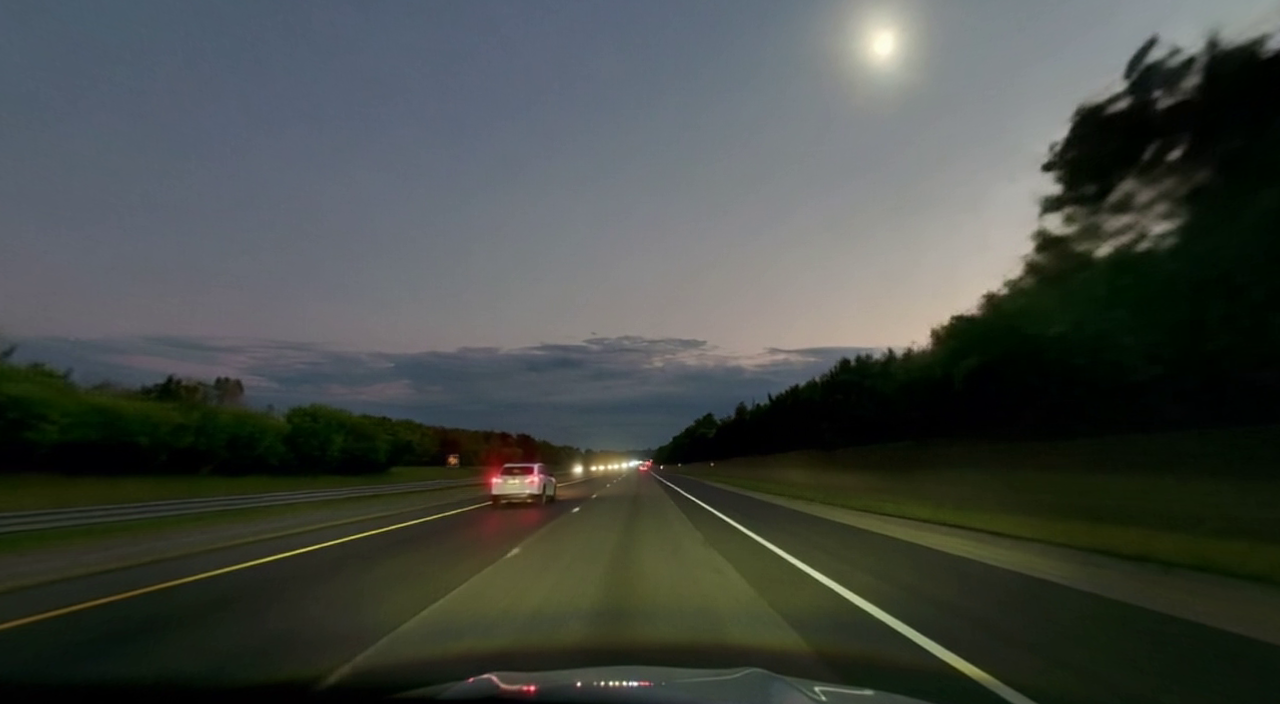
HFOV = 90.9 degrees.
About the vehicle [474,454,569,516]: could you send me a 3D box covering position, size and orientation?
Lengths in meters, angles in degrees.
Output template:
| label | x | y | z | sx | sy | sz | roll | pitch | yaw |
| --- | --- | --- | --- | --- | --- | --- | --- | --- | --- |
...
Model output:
| label | x | y | z | sx | sy | sz | roll | pitch | yaw |
| --- | --- | --- | --- | --- | --- | --- | --- | --- | --- |
| vehicle | -3.304 | 3.830 | 18.441 | 1.900 | 1.550 | 4.146 | 1 | -10 | 1 |
